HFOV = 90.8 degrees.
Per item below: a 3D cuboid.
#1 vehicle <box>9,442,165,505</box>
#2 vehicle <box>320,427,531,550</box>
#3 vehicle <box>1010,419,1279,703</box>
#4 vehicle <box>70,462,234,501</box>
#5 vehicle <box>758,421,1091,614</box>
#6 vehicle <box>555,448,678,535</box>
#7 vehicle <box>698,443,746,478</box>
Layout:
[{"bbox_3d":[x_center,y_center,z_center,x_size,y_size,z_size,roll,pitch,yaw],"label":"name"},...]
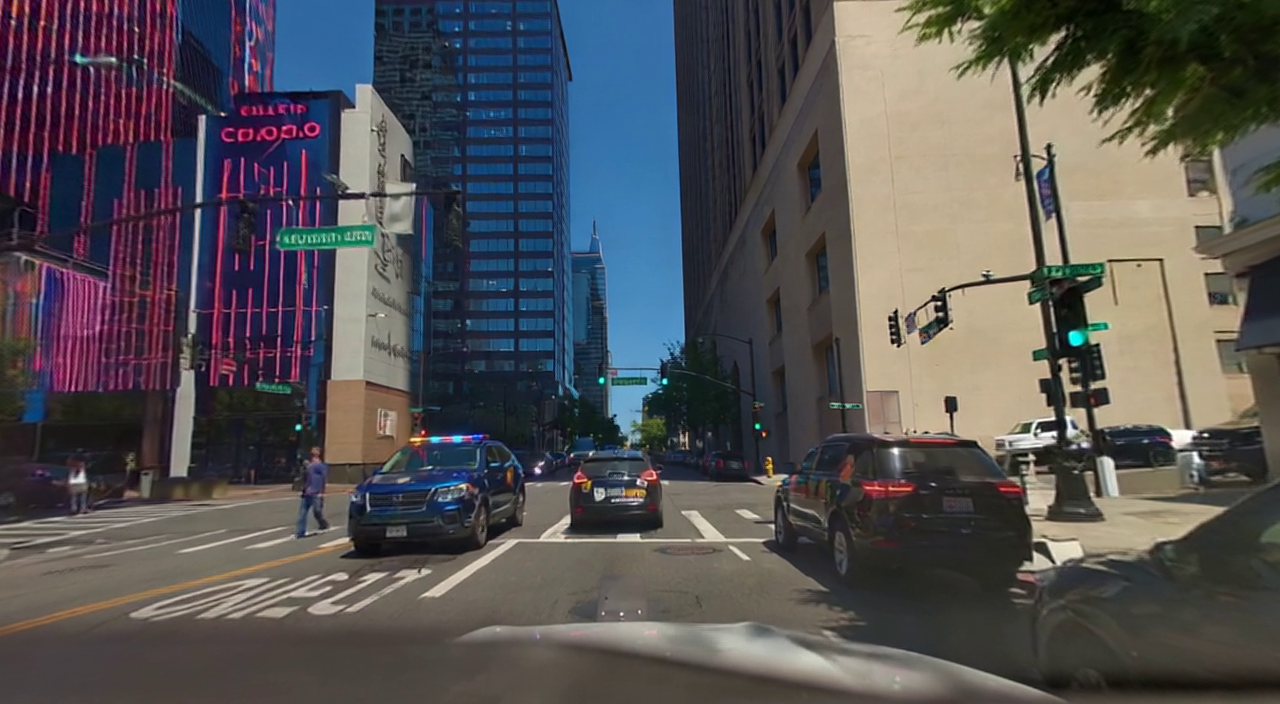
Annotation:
[{"bbox_3d":[-30.881,6.736,35.482,5.896,3.276,2.809,0,-8,0],"label":"vehicle"},{"bbox_3d":[-3.692,2.447,12.225,2.190,1.840,5.272,0,-8,1],"label":"vehicle"},{"bbox_3d":[2.737,0.762,0.696,1.902,1.454,4.540,0,-8,0],"label":"vehicle"},{"bbox_3d":[-20.176,5.357,26.279,5.153,1.449,1.966,0,-8,1],"label":"vehicle"},{"bbox_3d":[3.040,1.858,8.195,2.072,1.735,4.759,0,-8,0],"label":"vehicle"},{"bbox_3d":[-0.417,2.713,12.956,2.092,1.454,4.132,0,-8,0],"label":"vehicle"},{"bbox_3d":[5.664,7.595,44.569,2.420,2.300,5.313,0,-8,-3],"label":"vehicle"}]
